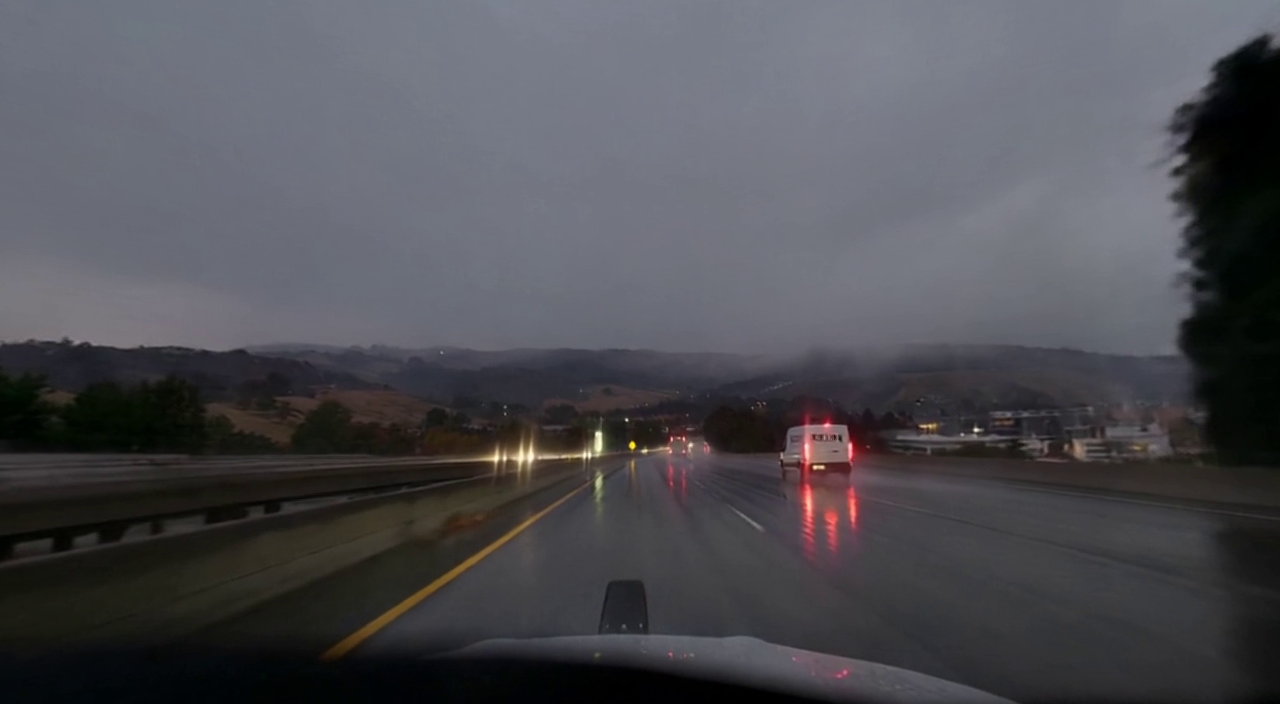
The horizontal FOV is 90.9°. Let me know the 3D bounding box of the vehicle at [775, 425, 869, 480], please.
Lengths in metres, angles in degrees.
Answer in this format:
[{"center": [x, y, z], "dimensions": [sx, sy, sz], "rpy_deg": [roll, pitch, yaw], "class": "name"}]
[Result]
[{"center": [7.497, 4.233, 26.694], "dimensions": [2.275, 2.059, 5.543], "rpy_deg": [0, -8, -1], "class": "vehicle"}]
